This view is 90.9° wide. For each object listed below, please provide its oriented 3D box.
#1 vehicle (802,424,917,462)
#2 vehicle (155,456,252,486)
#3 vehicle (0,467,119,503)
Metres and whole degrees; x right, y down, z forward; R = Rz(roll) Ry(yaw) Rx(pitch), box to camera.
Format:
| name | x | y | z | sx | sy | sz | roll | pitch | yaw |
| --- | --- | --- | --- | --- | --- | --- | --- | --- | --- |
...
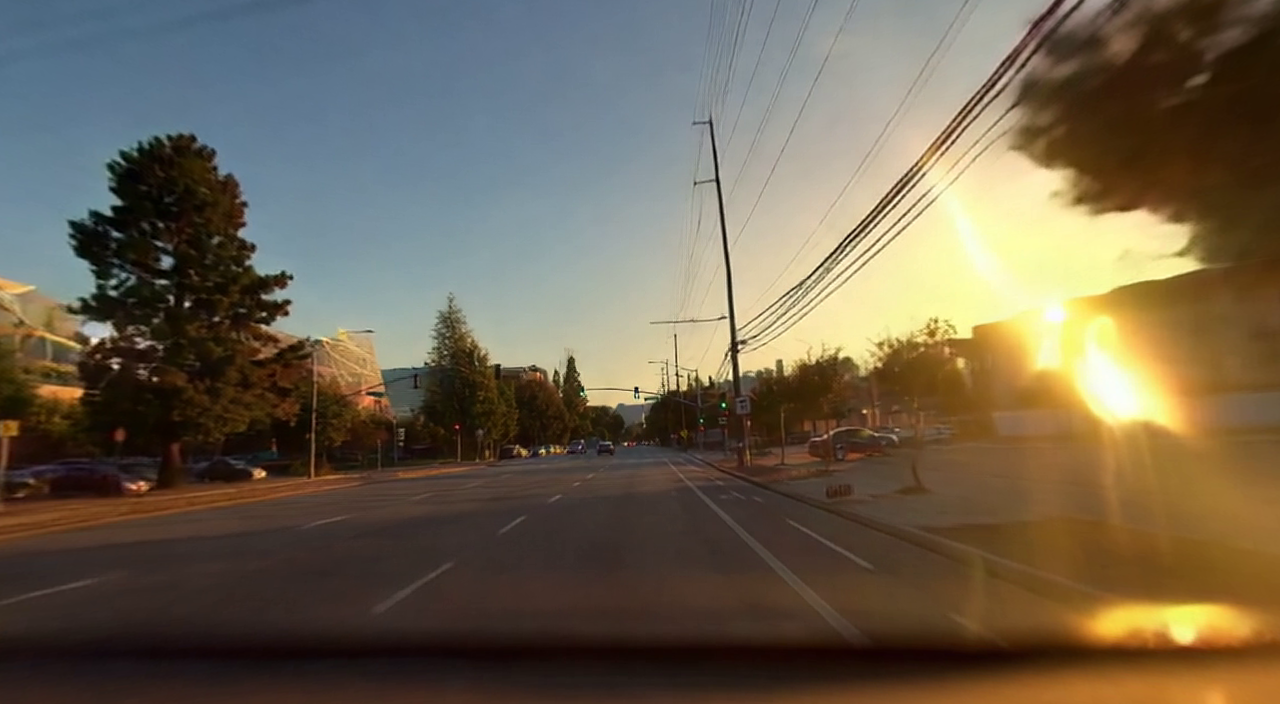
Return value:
| name | x | y | z | sx | sy | sz | roll | pitch | yaw |
| --- | --- | --- | --- | --- | --- | --- | --- | --- | --- |
| vehicle | 10.528 | 4.381 | 30.497 | 4.765 | 1.738 | 2.101 | 0 | -8 | -3 |
| vehicle | -26.903 | 7.321 | 38.961 | 4.451 | 1.724 | 1.988 | 0 | -8 | 0 |
| vehicle | -26.440 | 5.937 | 28.320 | 4.362 | 1.435 | 1.978 | -1 | -8 | 2 |
